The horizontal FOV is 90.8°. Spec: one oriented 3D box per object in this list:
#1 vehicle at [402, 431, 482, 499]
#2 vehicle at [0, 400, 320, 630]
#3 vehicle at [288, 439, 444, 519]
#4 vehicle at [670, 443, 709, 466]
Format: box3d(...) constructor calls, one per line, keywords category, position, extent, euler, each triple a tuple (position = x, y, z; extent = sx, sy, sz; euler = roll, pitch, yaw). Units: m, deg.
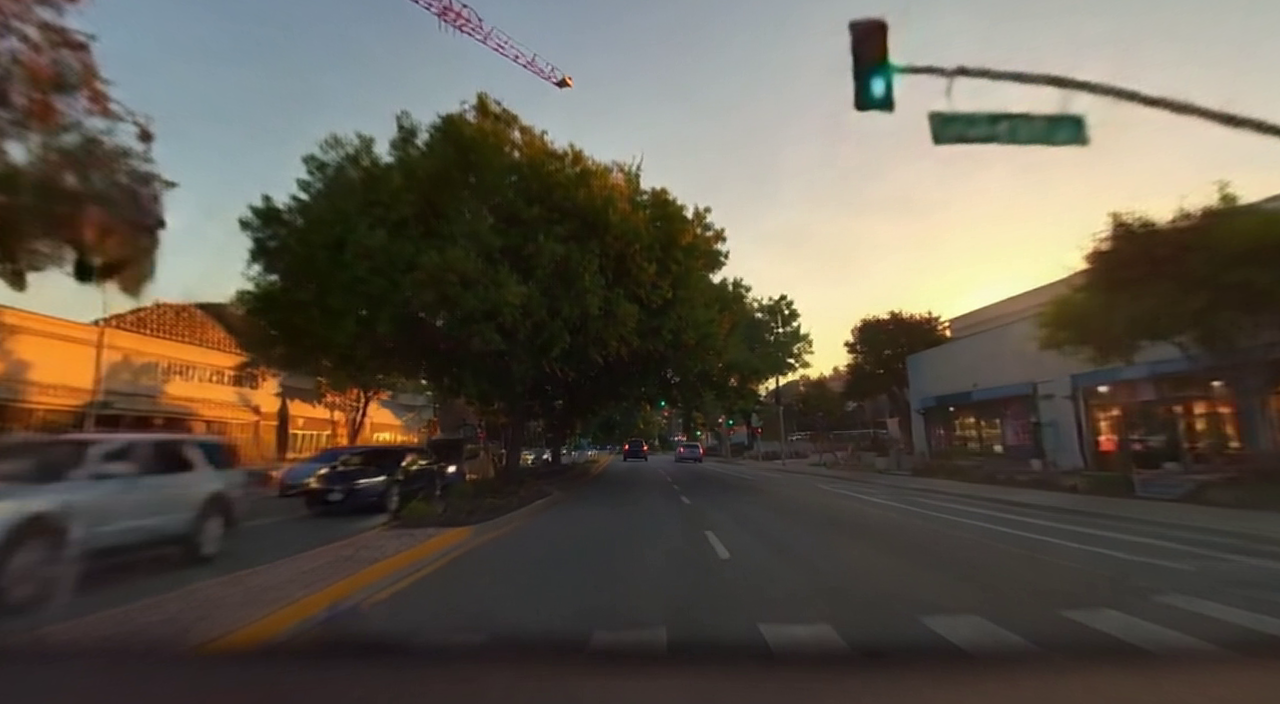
box3d(category="vehicle", position=(-5.984, 3.377, 19.434), extent=(2.058, 1.751, 4.502), euler=(0, -8, -15))
box3d(category="vehicle", position=(-5.709, 1.578, 7.057), extent=(1.983, 1.715, 4.466), euler=(-2, -8, 0))
box3d(category="vehicle", position=(-5.894, 2.742, 14.243), extent=(1.901, 1.498, 4.359), euler=(1, -9, -5))
box3d(category="vehicle", position=(3.802, 8.030, 49.671), extent=(2.427, 1.665, 5.593), euler=(0, -9, -2))
